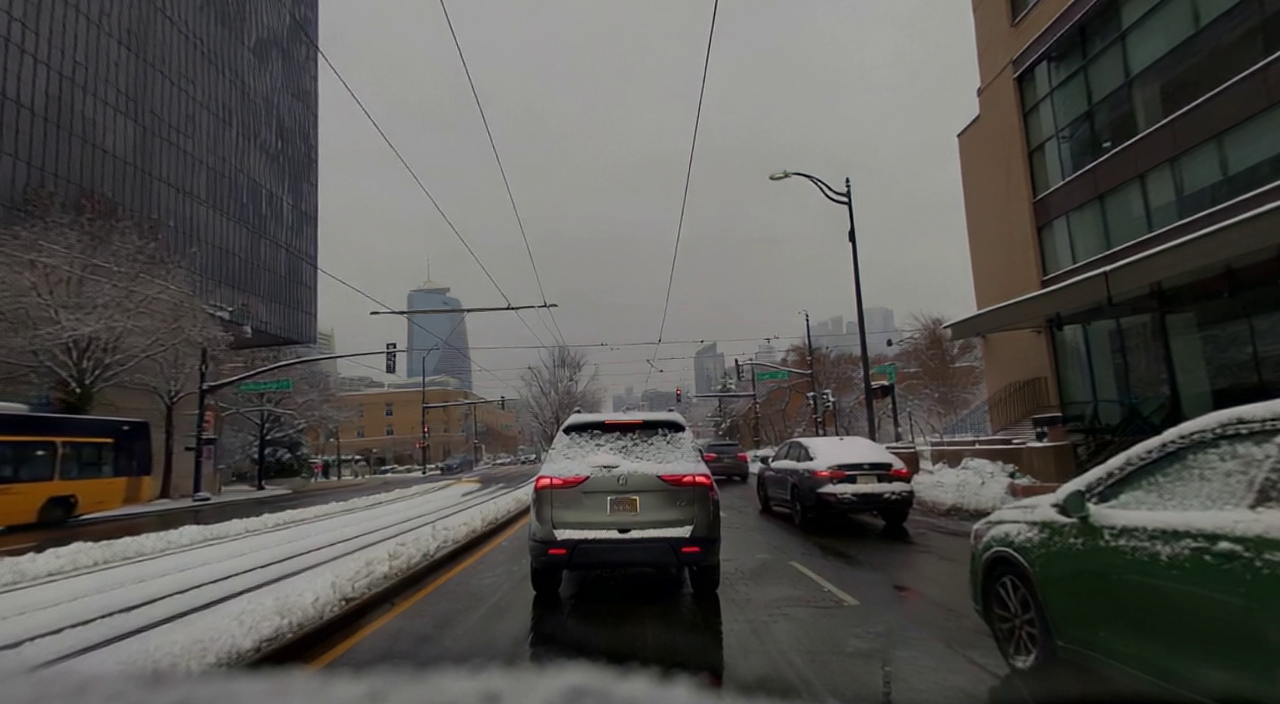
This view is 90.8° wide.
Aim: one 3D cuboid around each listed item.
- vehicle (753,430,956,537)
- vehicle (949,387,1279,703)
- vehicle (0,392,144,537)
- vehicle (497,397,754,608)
[{"bbox_3d":[3.597,2.283,11.610,2.128,1.582,4.188,0,-8,-2],"label":"vehicle"},{"bbox_3d":[3.139,0.859,2.083,1.993,1.480,4.324,0,-8,-1],"label":"vehicle"},{"bbox_3d":[-19.790,3.173,17.297,3.393,4.045,11.306,-3,-9,-1],"label":"vehicle"},{"bbox_3d":[-0.186,1.588,7.583,2.178,1.779,4.255,0,-8,-2],"label":"vehicle"}]
